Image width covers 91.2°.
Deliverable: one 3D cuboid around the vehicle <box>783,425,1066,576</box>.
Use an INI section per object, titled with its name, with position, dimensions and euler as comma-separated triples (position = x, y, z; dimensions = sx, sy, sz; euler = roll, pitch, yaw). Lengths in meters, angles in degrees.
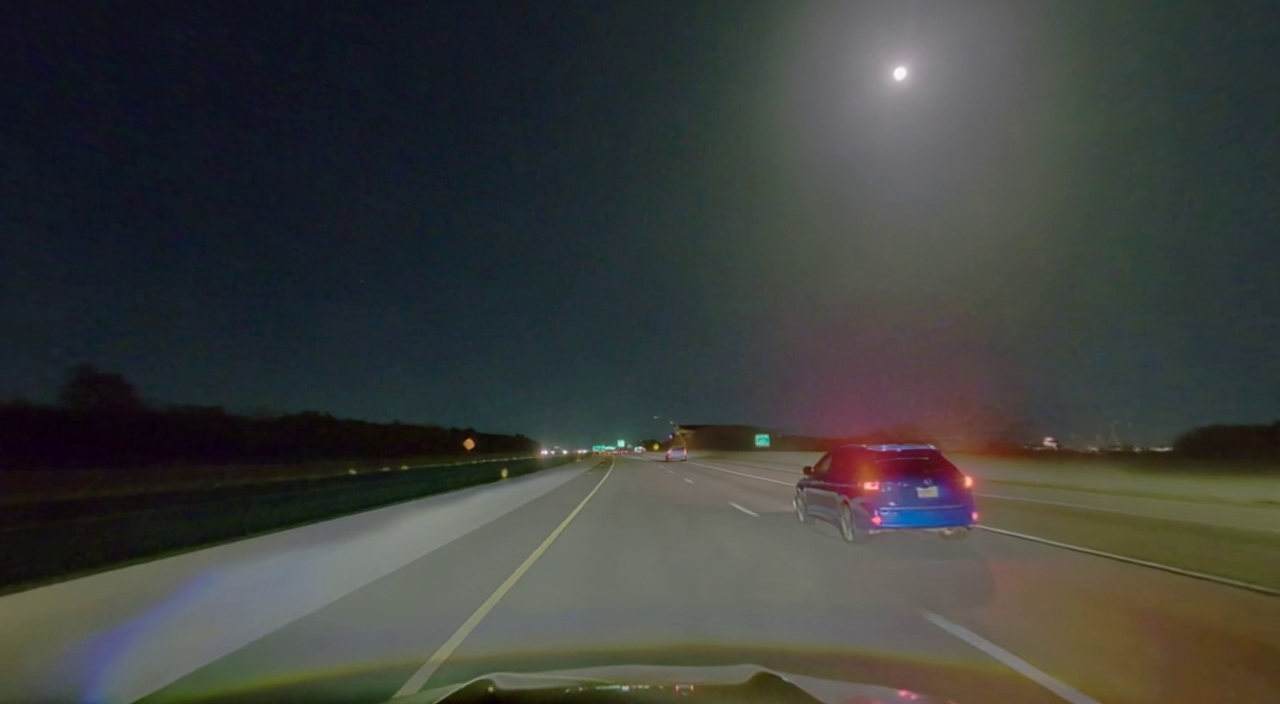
[vehicle]
position = 3.597, 1.949, 9.021
dimensions = 2.002, 1.604, 4.265
euler = 0, -9, -1
